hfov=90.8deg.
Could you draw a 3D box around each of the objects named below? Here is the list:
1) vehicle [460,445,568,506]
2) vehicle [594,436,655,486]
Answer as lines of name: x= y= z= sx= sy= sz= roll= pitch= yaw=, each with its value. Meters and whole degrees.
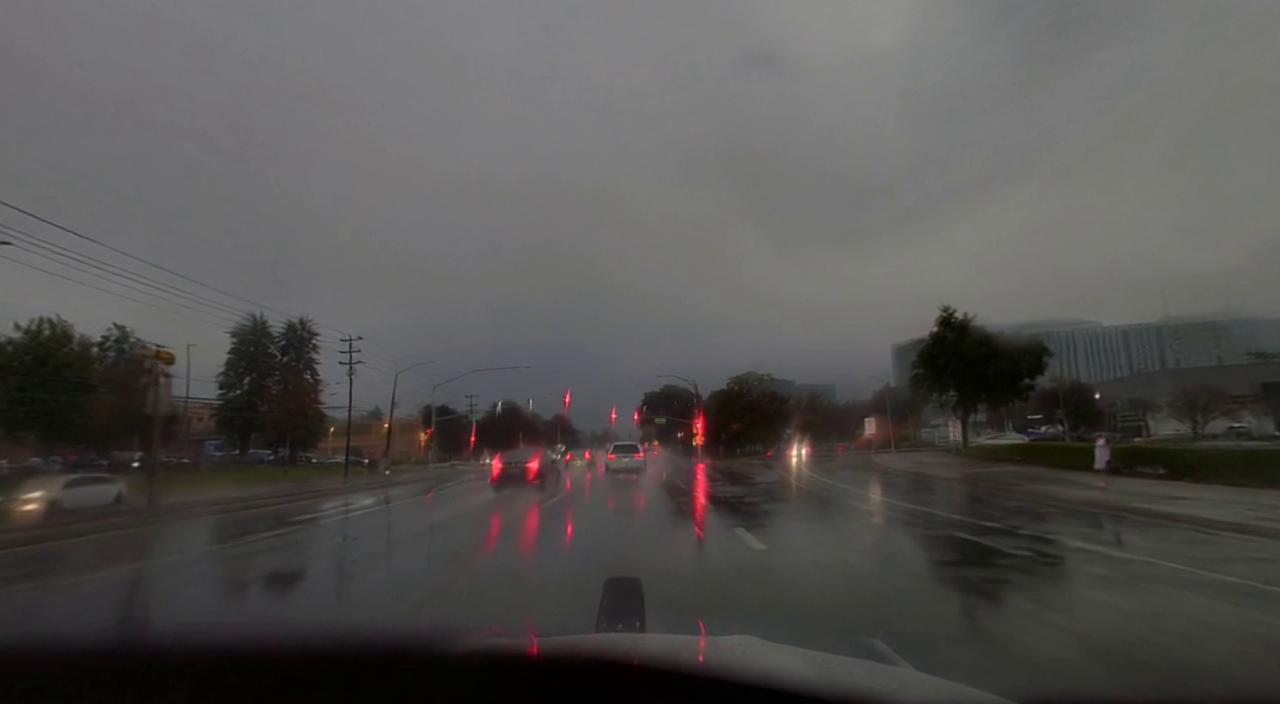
vehicle: x=-3.368 y=3.384 z=17.818 sx=2.064 sy=1.464 sz=4.373 roll=0 pitch=-8 yaw=1
vehicle: x=-0.581 y=4.381 z=25.688 sx=2.276 sy=1.850 sz=3.897 roll=0 pitch=-8 yaw=0
